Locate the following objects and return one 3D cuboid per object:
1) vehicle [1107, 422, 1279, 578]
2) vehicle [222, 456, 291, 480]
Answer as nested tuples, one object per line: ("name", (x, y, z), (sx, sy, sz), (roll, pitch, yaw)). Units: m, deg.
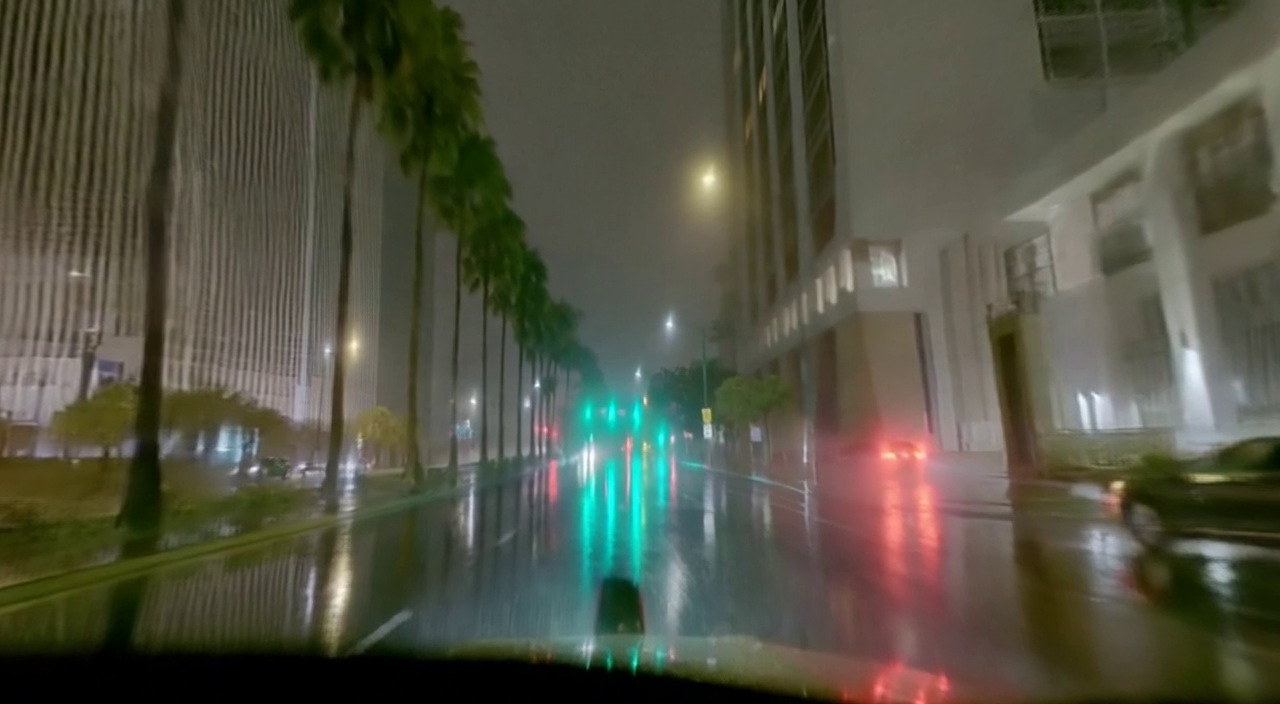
("vehicle", (7.143, 1.400, 5.943), (1.919, 1.499, 4.779), (-1, -9, 2))
("vehicle", (-25.341, 7.663, 41.945), (2.080, 1.457, 4.424), (0, -9, -4))
